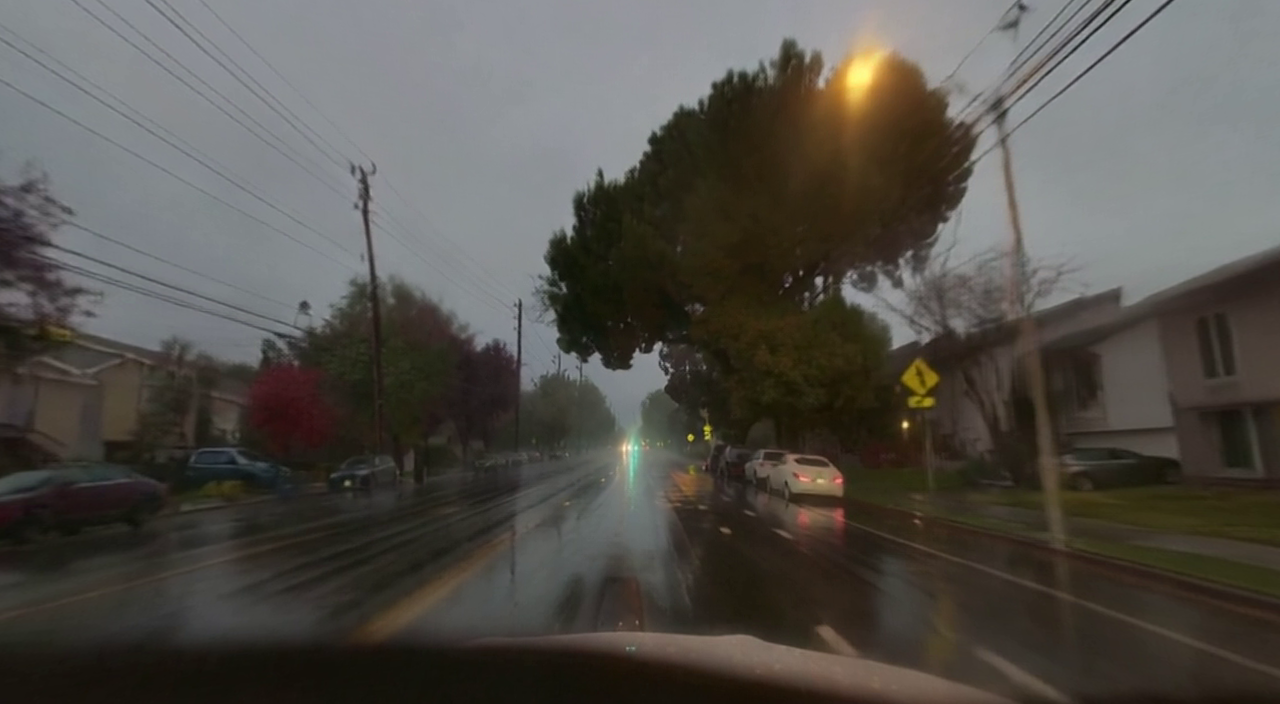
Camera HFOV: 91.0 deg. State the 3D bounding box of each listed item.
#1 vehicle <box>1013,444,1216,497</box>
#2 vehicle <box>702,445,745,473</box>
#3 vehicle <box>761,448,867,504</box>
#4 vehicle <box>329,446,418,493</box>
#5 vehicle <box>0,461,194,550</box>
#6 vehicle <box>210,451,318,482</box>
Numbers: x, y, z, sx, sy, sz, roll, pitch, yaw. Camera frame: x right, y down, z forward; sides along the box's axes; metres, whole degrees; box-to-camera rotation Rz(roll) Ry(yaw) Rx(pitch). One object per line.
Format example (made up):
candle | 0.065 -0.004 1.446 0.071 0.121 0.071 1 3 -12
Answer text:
vehicle | 12.766 3.183 17.158 3.983 1.332 1.812 0 -9 3
vehicle | 5.151 6.670 39.494 2.009 1.649 5.156 0 -9 0
vehicle | 5.049 3.639 18.930 1.924 1.471 4.259 0 -9 -1
vehicle | -12.085 5.323 28.947 2.116 1.875 4.675 -3 -9 0
vehicle | -12.150 3.157 13.498 1.877 1.474 4.419 -2 -9 1
vehicle | -20.764 6.324 34.902 4.601 1.613 2.030 0 -9 -1
